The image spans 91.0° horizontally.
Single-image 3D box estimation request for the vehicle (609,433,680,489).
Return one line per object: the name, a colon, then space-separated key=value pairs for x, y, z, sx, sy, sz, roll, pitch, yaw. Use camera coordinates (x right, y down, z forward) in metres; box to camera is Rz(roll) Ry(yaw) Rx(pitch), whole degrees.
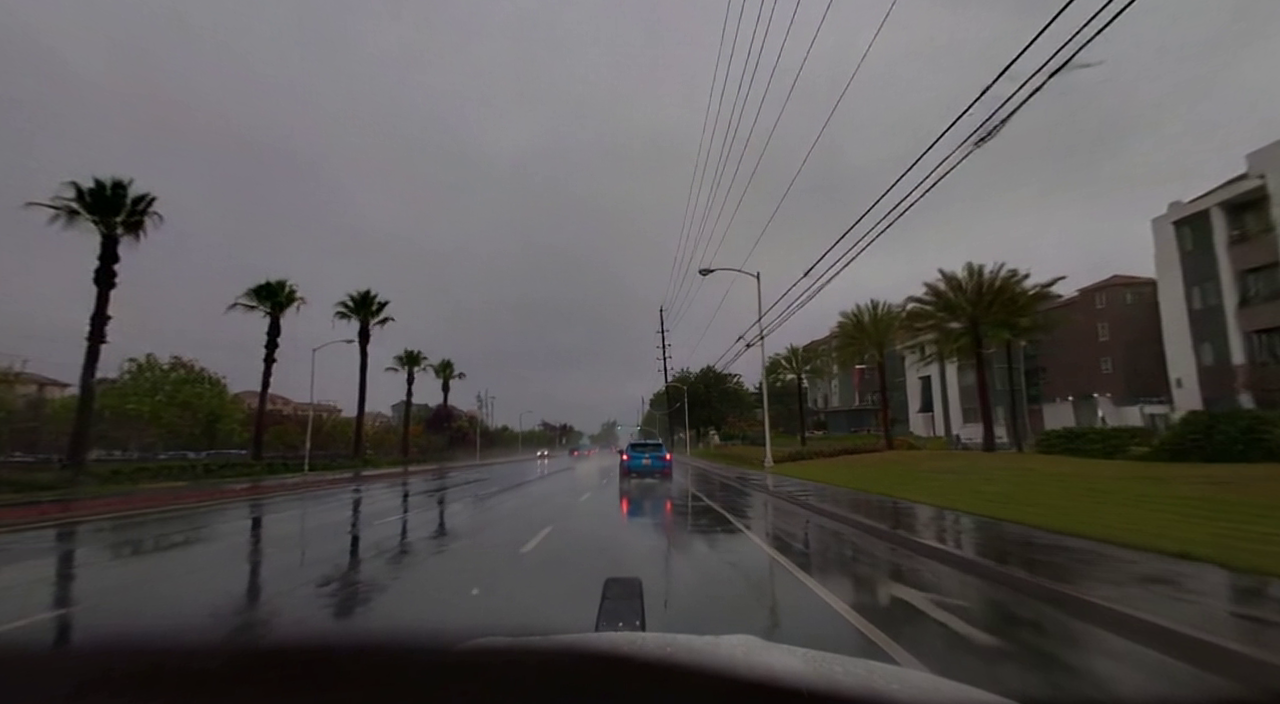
vehicle: x=0.121 y=3.692 z=21.560 sx=2.198 sy=1.706 sz=4.166 roll=0 pitch=-9 yaw=0
